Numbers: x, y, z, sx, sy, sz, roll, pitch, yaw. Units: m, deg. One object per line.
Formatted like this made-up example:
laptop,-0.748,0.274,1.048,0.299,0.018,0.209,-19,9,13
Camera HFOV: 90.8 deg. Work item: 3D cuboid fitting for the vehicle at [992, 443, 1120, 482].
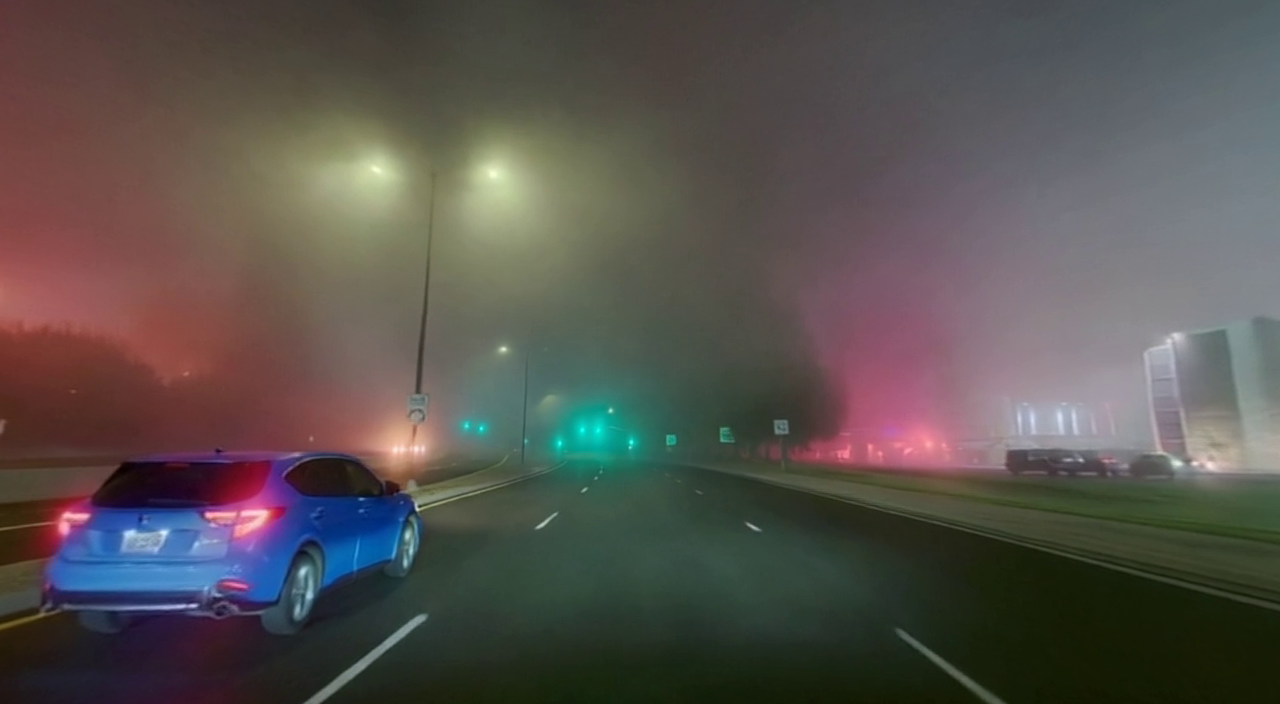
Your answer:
vehicle,24.169,6.427,37.013,2.337,1.969,5.826,7,-11,-23

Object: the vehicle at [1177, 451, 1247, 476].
vehicle,45.078,8.751,49.796,4.338,1.760,2.435,4,-10,-26
